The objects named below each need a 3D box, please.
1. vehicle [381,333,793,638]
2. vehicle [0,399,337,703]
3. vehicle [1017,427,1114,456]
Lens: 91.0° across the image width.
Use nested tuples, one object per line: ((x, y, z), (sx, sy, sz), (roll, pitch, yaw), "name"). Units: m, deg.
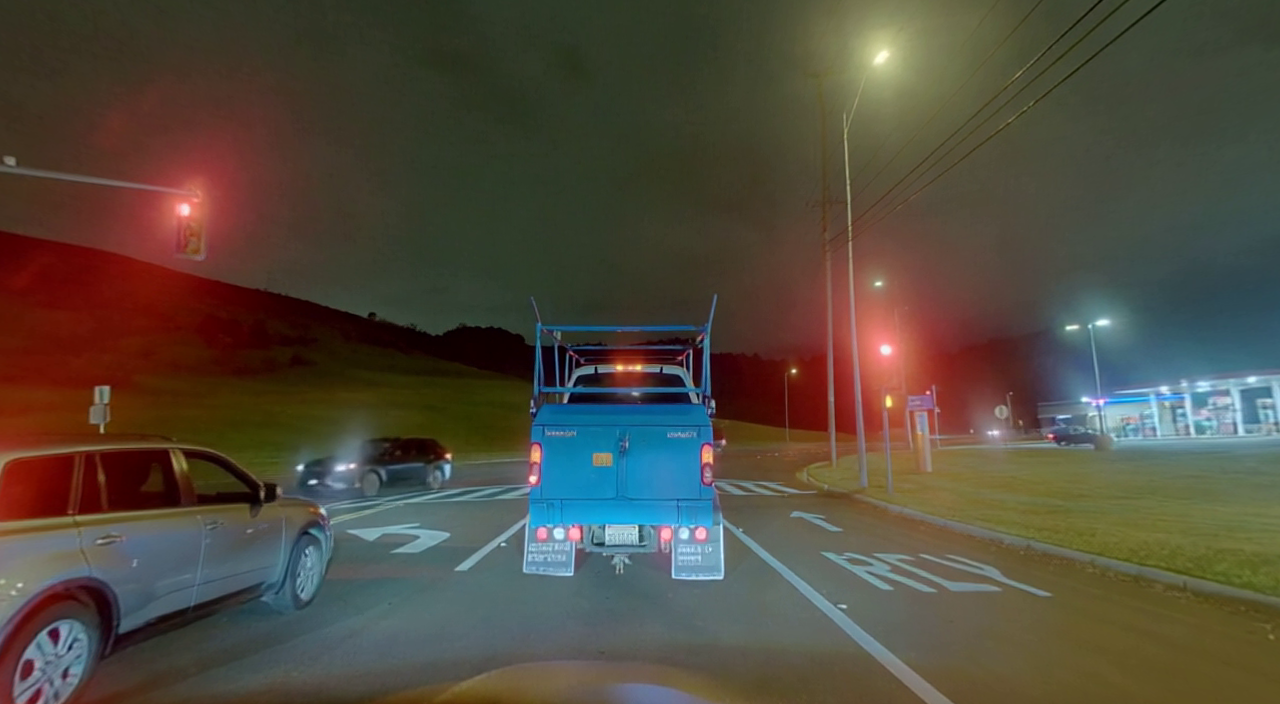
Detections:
((-0.422, 1.323, 7.209), (2.859, 2.144, 5.406), (0, -9, -1), "vehicle")
((-3.960, 1.188, 3.982), (2.017, 1.555, 4.150), (-1, -9, 0), "vehicle")
((25.569, 5.395, 37.926), (4.419, 1.496, 1.854), (-2, -9, 1), "vehicle")
